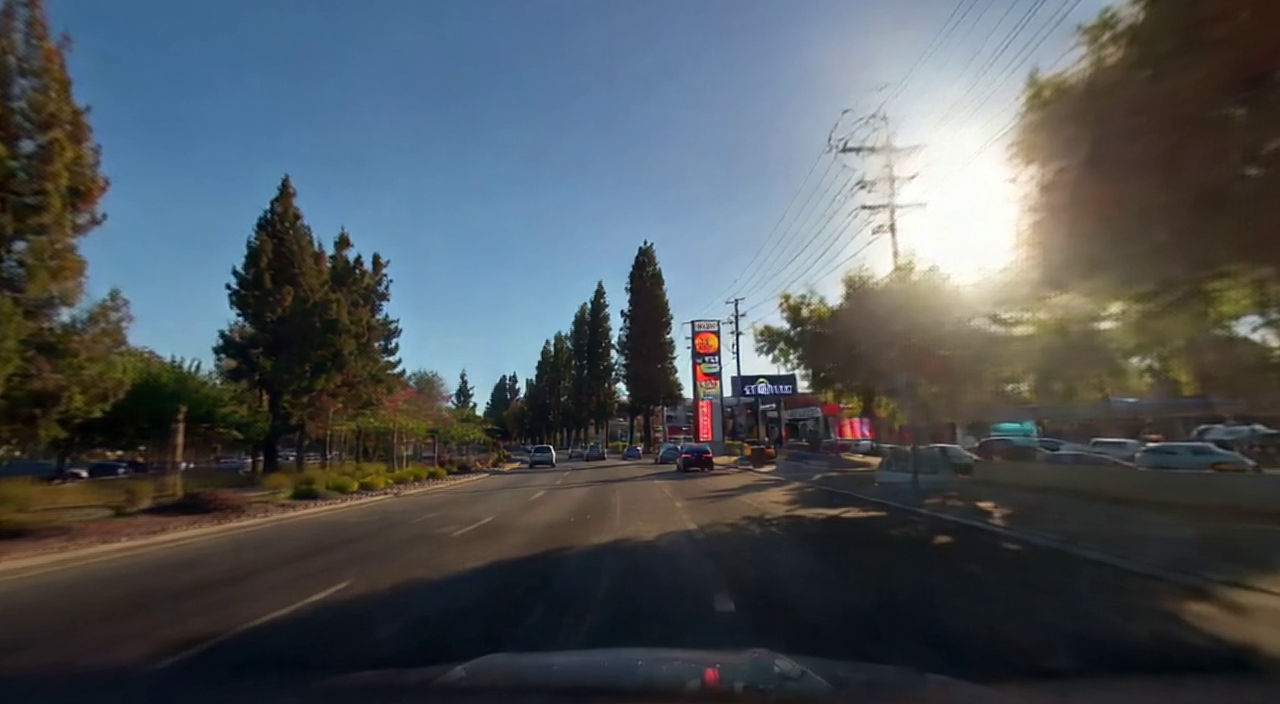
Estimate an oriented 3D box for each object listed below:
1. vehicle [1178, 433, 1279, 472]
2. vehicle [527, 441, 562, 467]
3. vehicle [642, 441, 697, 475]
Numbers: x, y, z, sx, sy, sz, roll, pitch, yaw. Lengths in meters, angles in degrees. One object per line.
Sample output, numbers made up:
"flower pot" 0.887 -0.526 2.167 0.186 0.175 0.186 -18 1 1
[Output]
"vehicle" 29.638 4.959 31.081 4.106 1.638 1.997 -7 -12 18
"vehicle" -6.737 7.221 44.914 2.195 1.752 4.515 1 -9 -5
"vehicle" 1.296 5.018 30.014 2.130 1.476 4.453 1 -8 -4
